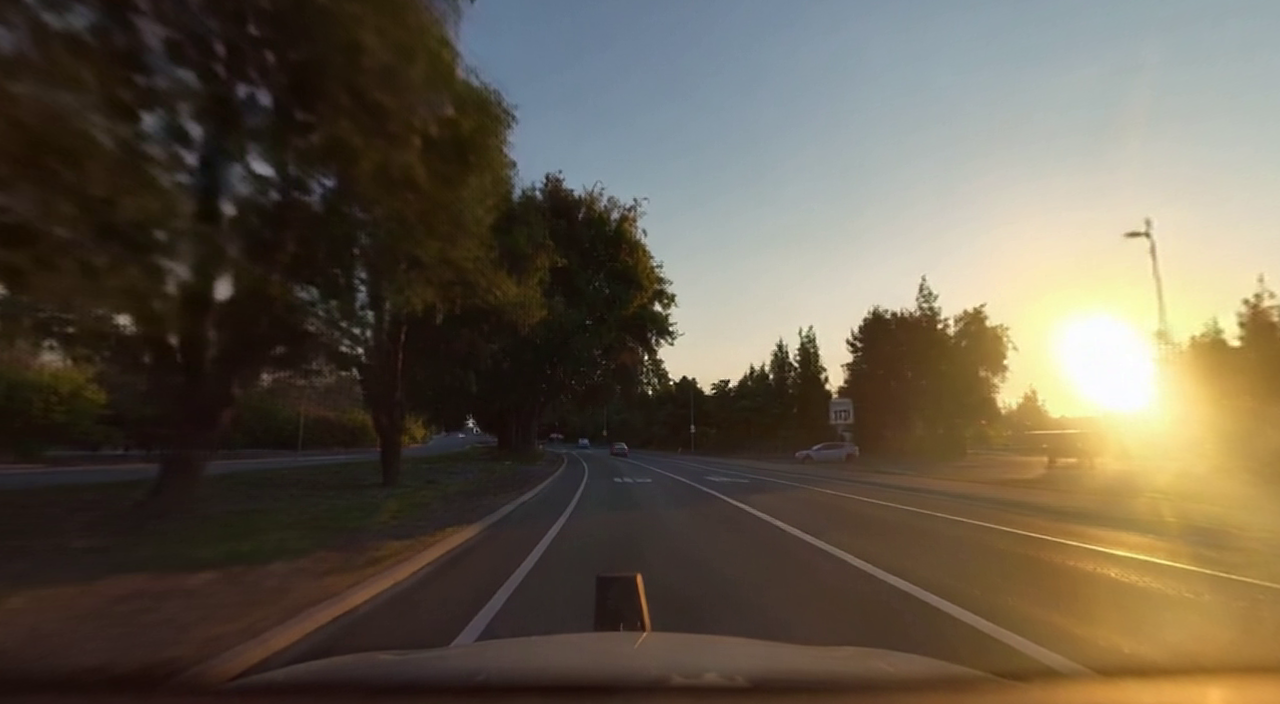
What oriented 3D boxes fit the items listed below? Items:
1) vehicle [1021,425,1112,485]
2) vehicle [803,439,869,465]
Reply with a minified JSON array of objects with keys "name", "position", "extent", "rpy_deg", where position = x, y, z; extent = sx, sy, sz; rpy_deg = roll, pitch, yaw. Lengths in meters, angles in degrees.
[{"name":"vehicle","position":[23.250,5.637,34.757],"extent":[2.236,2.968,6.014],"rpy_deg":[-3,-9,17]},{"name":"vehicle","position":[14.876,7.613,48.057],"extent":[4.457,1.724,1.871],"rpy_deg":[3,-8,-3]}]
